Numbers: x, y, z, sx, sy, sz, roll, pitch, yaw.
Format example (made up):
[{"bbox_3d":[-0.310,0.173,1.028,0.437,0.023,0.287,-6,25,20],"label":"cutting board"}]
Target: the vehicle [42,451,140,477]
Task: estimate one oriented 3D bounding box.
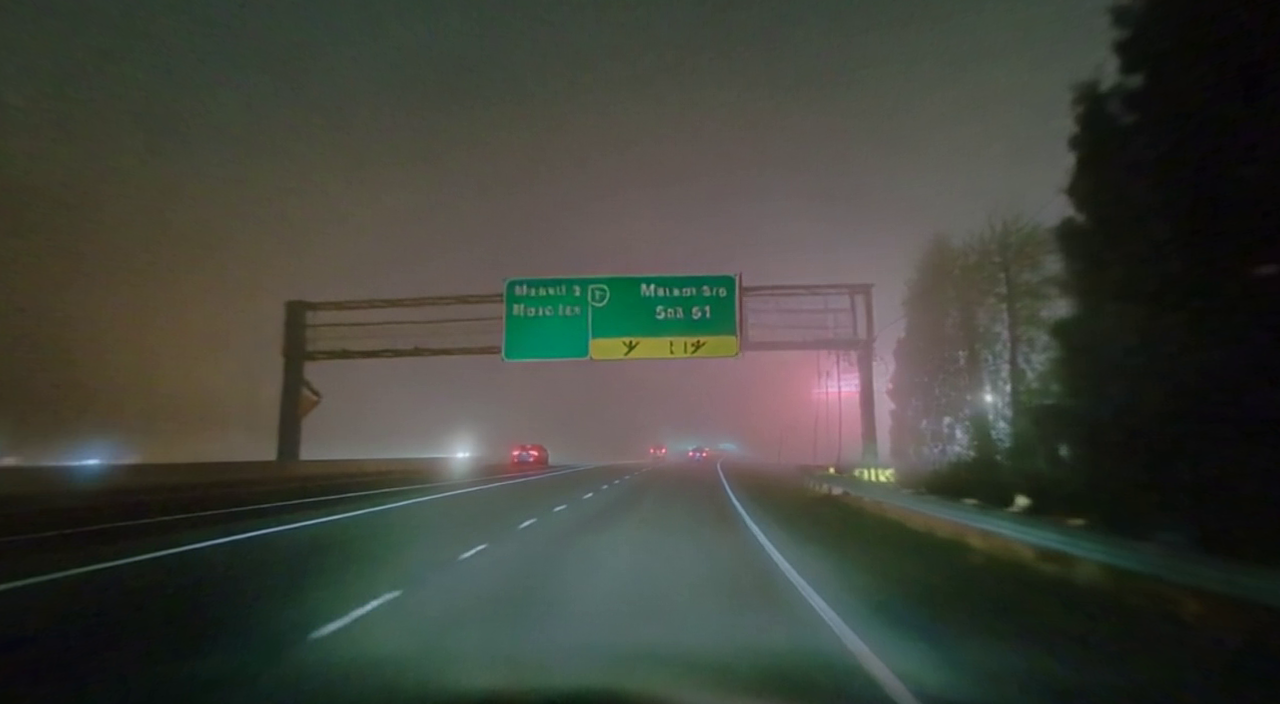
[{"bbox_3d":[-34.560,7.032,39.708,1.876,1.480,4.408,-2,-8,9],"label":"vehicle"}]
